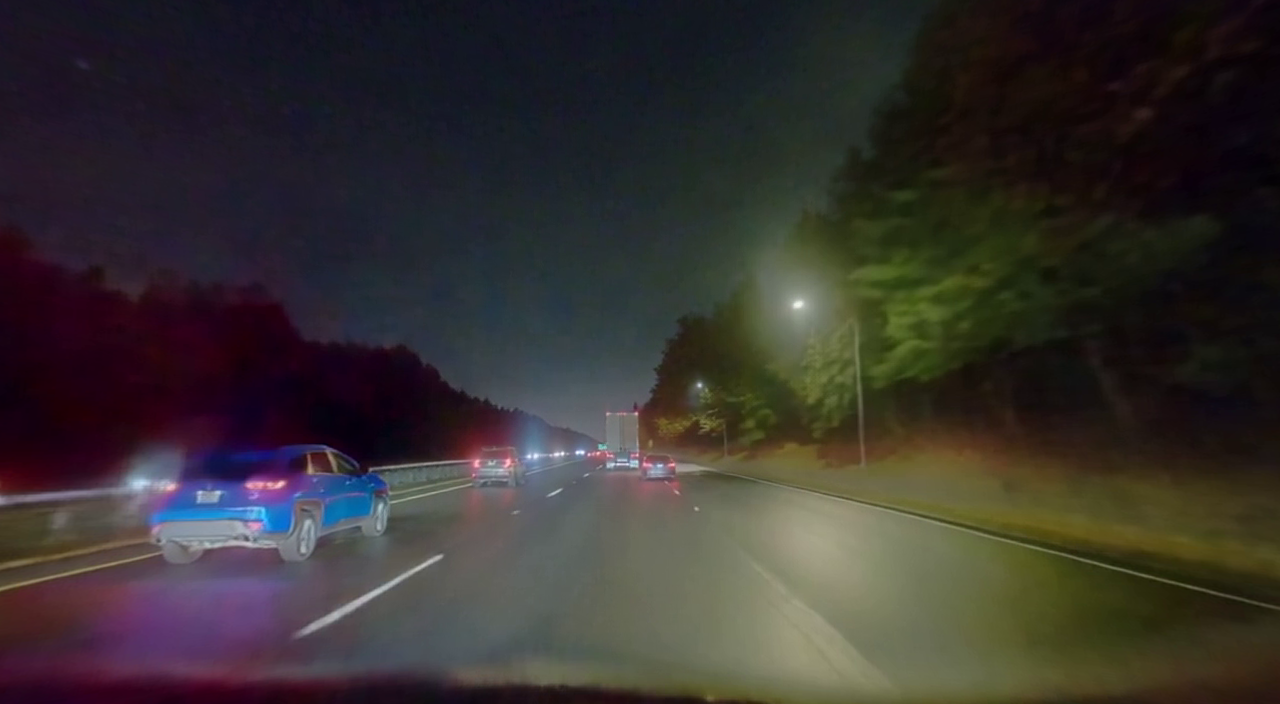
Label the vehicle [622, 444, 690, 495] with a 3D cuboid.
[{"bbox_3d":[0.456,3.838,20.823,2.026,1.489,4.045,0,-9,-1],"label":"vehicle"}]

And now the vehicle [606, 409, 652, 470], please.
[{"bbox_3d":[-0.953,6.746,47.688,3.113,4.066,10.786,0,-9,-2],"label":"vehicle"}]

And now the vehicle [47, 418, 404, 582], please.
[{"bbox_3d":[-5.084,1.849,8.617,2.100,1.671,4.105,0,-9,-1],"label":"vehicle"}]

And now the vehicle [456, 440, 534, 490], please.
[{"bbox_3d":[-5.353,4.228,23.762,2.035,1.664,4.064,0,-9,-1],"label":"vehicle"}]
